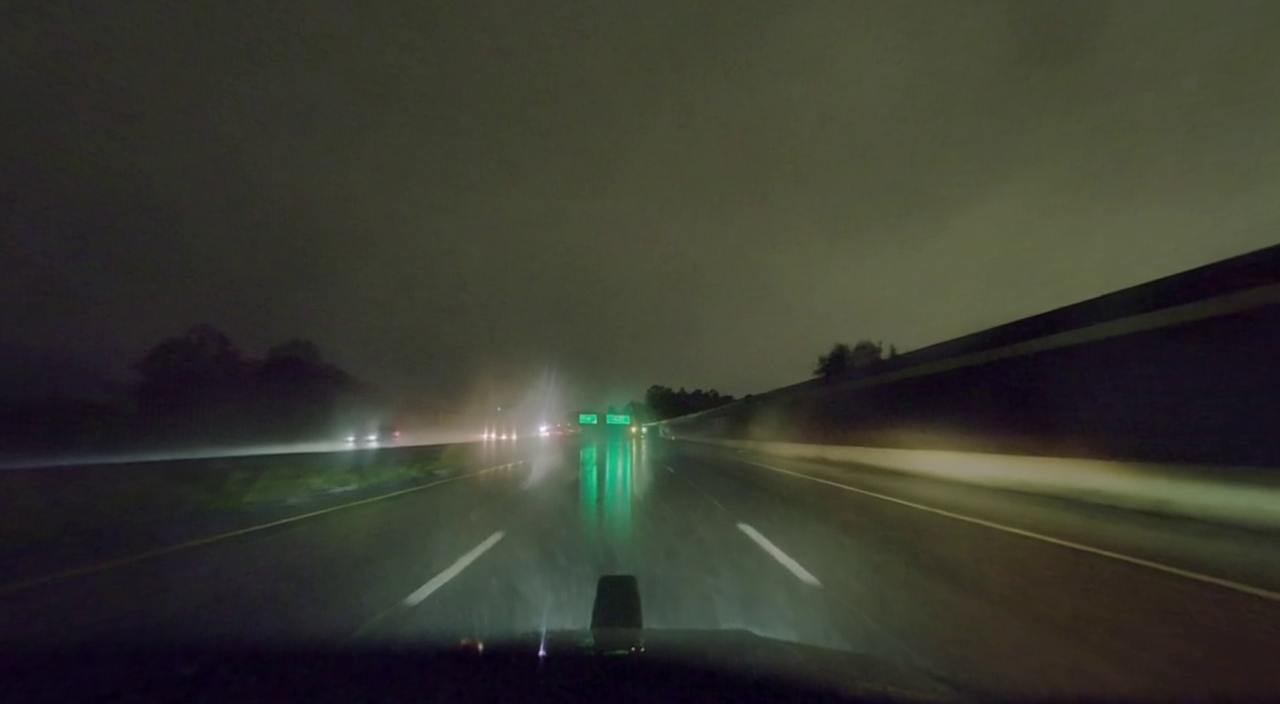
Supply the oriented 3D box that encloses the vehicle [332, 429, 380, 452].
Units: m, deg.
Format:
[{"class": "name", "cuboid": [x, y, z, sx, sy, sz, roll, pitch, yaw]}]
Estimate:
[{"class": "vehicle", "cuboid": [-22.068, 6.865, 49.175, 1.898, 1.708, 4.298, 1, -8, -3]}]
